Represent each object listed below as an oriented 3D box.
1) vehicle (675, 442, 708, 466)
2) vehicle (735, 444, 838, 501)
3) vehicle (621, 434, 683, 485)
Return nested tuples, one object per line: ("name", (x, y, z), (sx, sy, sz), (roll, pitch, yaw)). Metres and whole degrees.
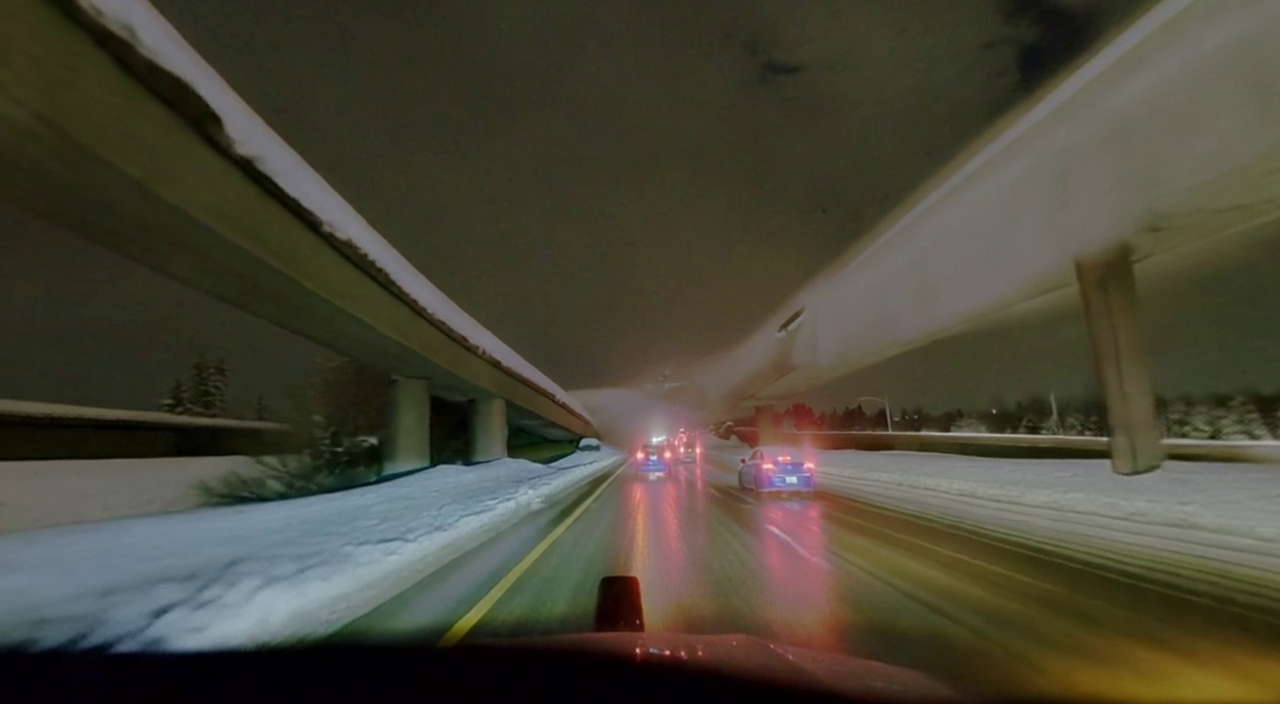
("vehicle", (3.800, 7.608, 46.954), (2.047, 1.700, 4.069), (0, -9, -1))
("vehicle", (4.284, 3.566, 19.077), (2.047, 1.500, 4.017), (1, -9, -2))
("vehicle", (0.425, 4.278, 25.301), (2.264, 1.841, 4.583), (0, -9, 0))
